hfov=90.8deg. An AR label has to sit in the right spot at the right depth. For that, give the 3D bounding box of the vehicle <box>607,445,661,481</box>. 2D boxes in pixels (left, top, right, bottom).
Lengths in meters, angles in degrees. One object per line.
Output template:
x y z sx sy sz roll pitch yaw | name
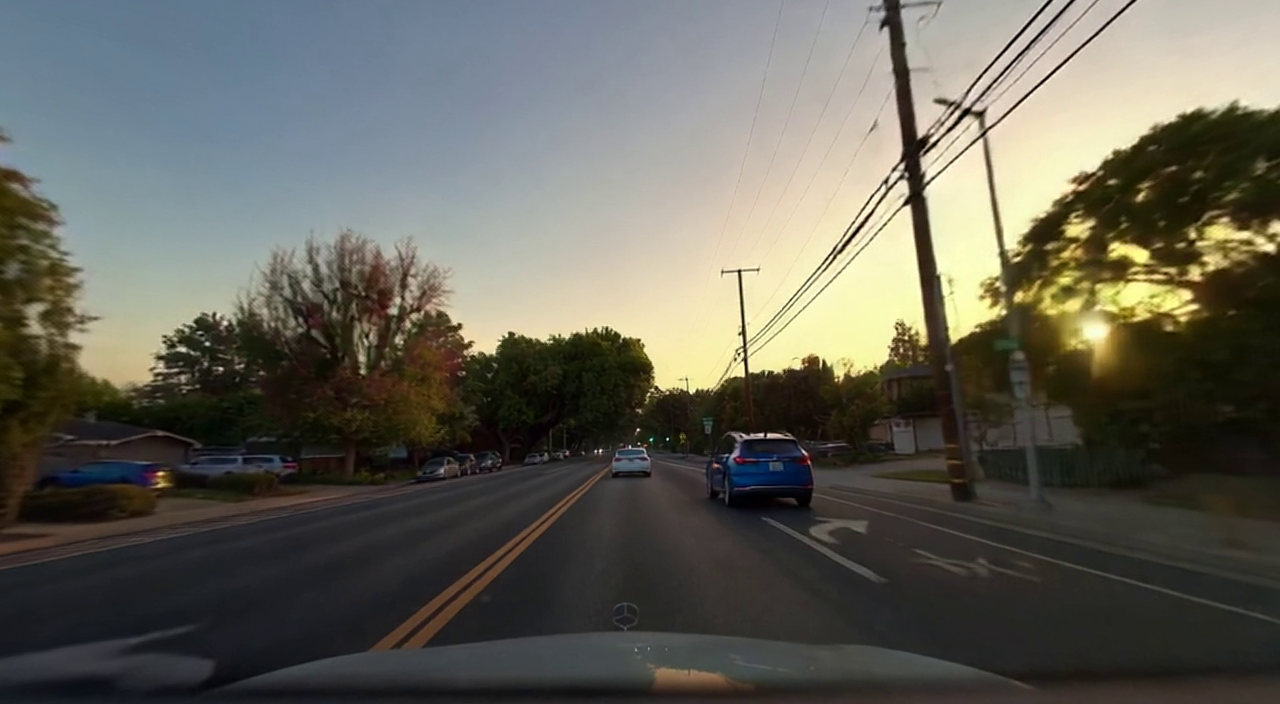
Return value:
-0.284 4.824 27.774 2.196 1.449 4.006 0 -8 -1 | vehicle

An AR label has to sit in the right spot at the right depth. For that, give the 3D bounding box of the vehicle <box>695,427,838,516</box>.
2.766 2.753 15.138 2.200 1.763 4.676 1 -8 -3 | vehicle

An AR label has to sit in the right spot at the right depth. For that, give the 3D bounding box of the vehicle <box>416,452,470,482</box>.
-12.283 7.174 39.699 2.044 1.534 4.554 -4 -8 -2 | vehicle

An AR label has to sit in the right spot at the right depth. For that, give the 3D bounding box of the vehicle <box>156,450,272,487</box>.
-21.035 5.734 31.357 4.240 1.717 2.043 0 -9 -2 | vehicle
